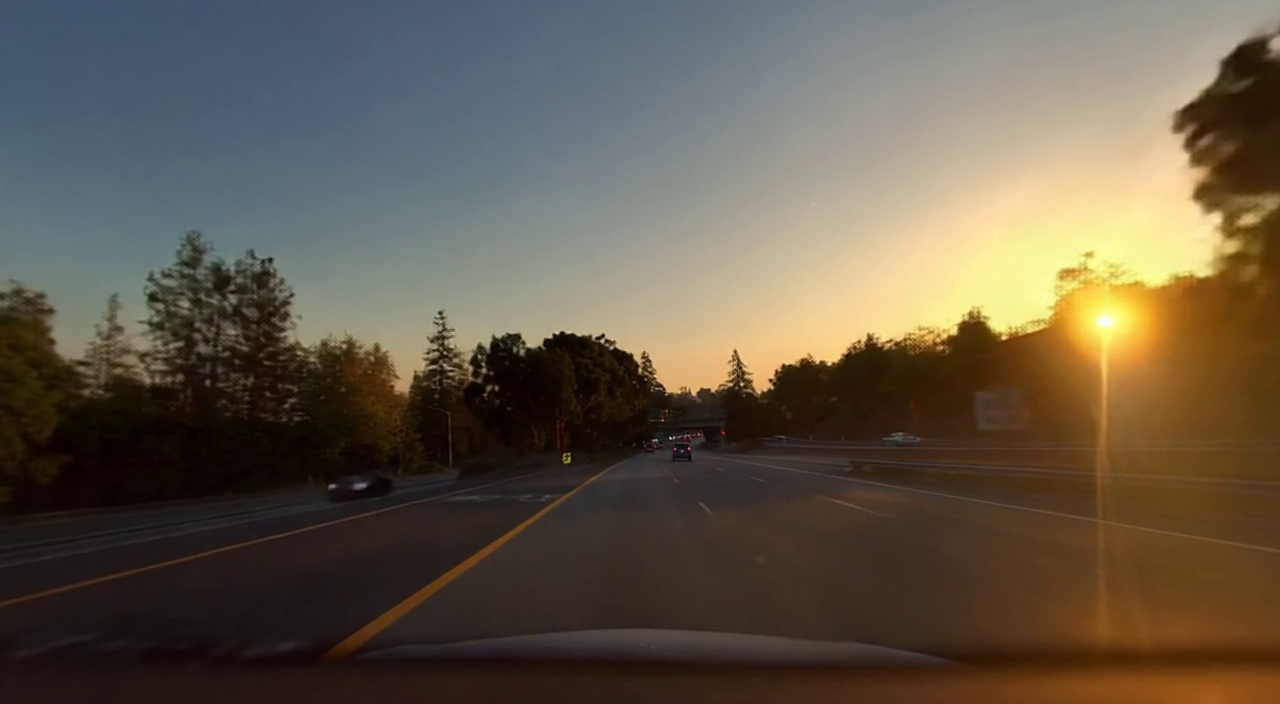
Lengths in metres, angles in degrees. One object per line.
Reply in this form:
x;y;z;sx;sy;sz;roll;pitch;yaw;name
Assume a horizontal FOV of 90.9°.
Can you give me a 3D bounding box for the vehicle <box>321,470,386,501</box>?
-15.908;7.400;35.203;1.767;1.466;3.745;0;-8;1;vehicle
